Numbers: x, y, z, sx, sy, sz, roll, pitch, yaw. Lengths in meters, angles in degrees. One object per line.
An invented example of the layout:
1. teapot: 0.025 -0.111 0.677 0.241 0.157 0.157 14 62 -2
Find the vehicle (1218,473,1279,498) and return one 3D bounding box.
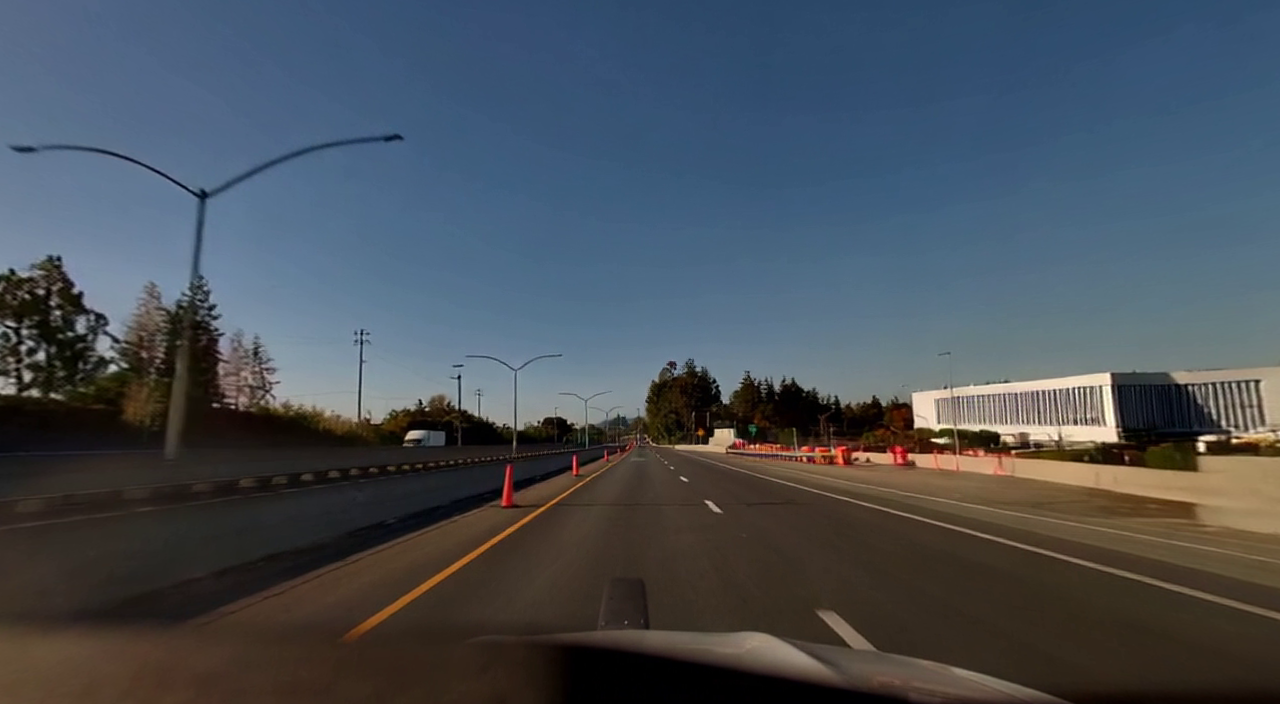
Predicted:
1. vehicle: 44.117 9.503 44.932 4.270 1.626 1.897 1 -9 -10
